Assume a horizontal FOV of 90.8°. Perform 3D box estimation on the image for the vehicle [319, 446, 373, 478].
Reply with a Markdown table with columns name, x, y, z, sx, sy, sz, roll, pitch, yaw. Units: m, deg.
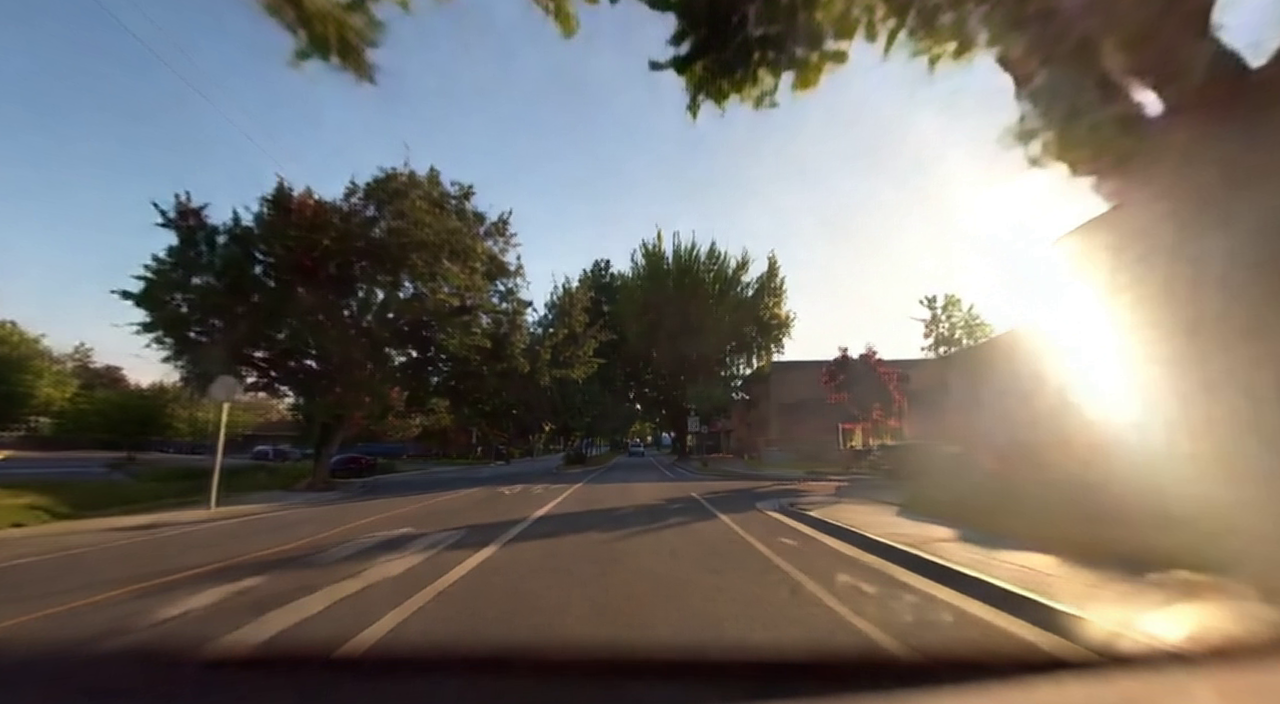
| name | x | y | z | sx | sy | sz | roll | pitch | yaw |
| --- | --- | --- | --- | --- | --- | --- | --- | --- | --- |
| vehicle | -14.970 | 5.537 | 32.059 | 2.061 | 1.475 | 4.357 | 5 | -10 | -29 |
